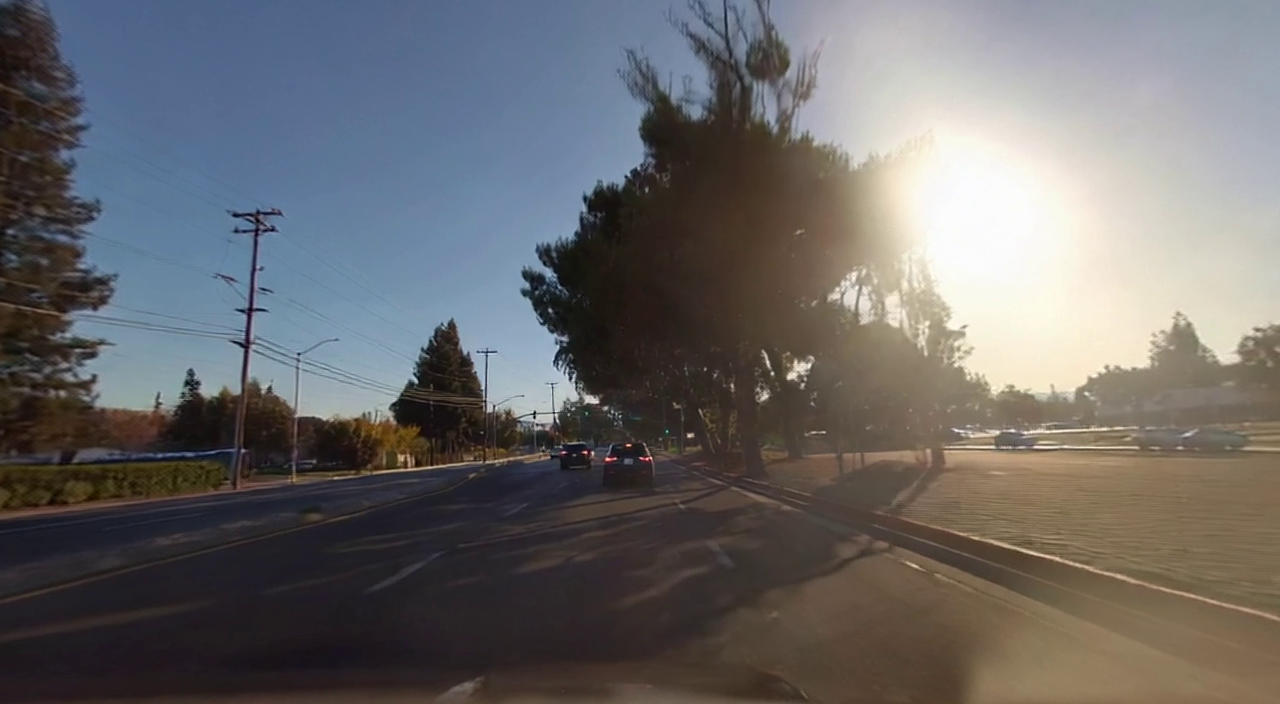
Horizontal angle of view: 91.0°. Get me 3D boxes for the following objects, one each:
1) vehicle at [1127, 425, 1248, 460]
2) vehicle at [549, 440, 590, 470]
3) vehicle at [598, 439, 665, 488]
[{"bbox_3d":[35.535,5.952,41.175,2.609,2.110,5.813,0,-9,-1],"label":"vehicle"},{"bbox_3d":[-4.444,6.583,40.457,2.189,1.776,4.342,0,-9,0],"label":"vehicle"},{"bbox_3d":[-0.295,4.067,23.307,2.235,1.597,4.918,0,-9,0],"label":"vehicle"}]
